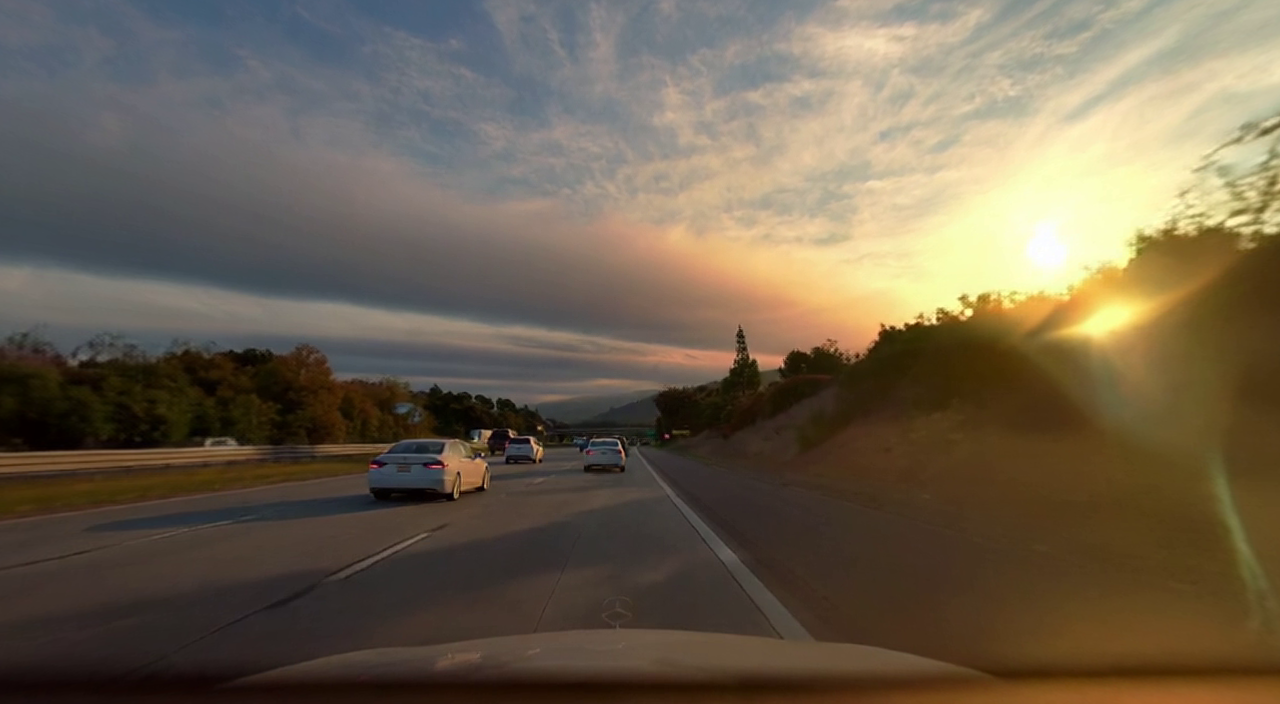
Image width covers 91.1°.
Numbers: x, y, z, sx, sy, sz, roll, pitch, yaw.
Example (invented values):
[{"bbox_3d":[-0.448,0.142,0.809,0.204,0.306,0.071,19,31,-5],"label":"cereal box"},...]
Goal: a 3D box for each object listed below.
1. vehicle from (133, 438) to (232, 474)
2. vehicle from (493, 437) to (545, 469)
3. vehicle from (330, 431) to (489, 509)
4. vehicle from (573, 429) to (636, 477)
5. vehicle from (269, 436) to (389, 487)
[{"bbox_3d":[-22.360,5.070,30.969,1.856,1.607,4.114,0,-8,-2],"label":"vehicle"},{"bbox_3d":[-5.845,4.881,30.707,1.835,1.432,3.835,0,-8,-1],"label":"vehicle"},{"bbox_3d":[-4.934,2.547,14.246,1.971,1.464,4.386,0,-8,0],"label":"vehicle"},{"bbox_3d":[-1.315,3.802,23.982,2.178,1.658,3.916,0,-8,-2],"label":"vehicle"},{"bbox_3d":[-9.669,3.381,19.933,1.850,1.439,3.932,0,-8,-1],"label":"vehicle"}]
